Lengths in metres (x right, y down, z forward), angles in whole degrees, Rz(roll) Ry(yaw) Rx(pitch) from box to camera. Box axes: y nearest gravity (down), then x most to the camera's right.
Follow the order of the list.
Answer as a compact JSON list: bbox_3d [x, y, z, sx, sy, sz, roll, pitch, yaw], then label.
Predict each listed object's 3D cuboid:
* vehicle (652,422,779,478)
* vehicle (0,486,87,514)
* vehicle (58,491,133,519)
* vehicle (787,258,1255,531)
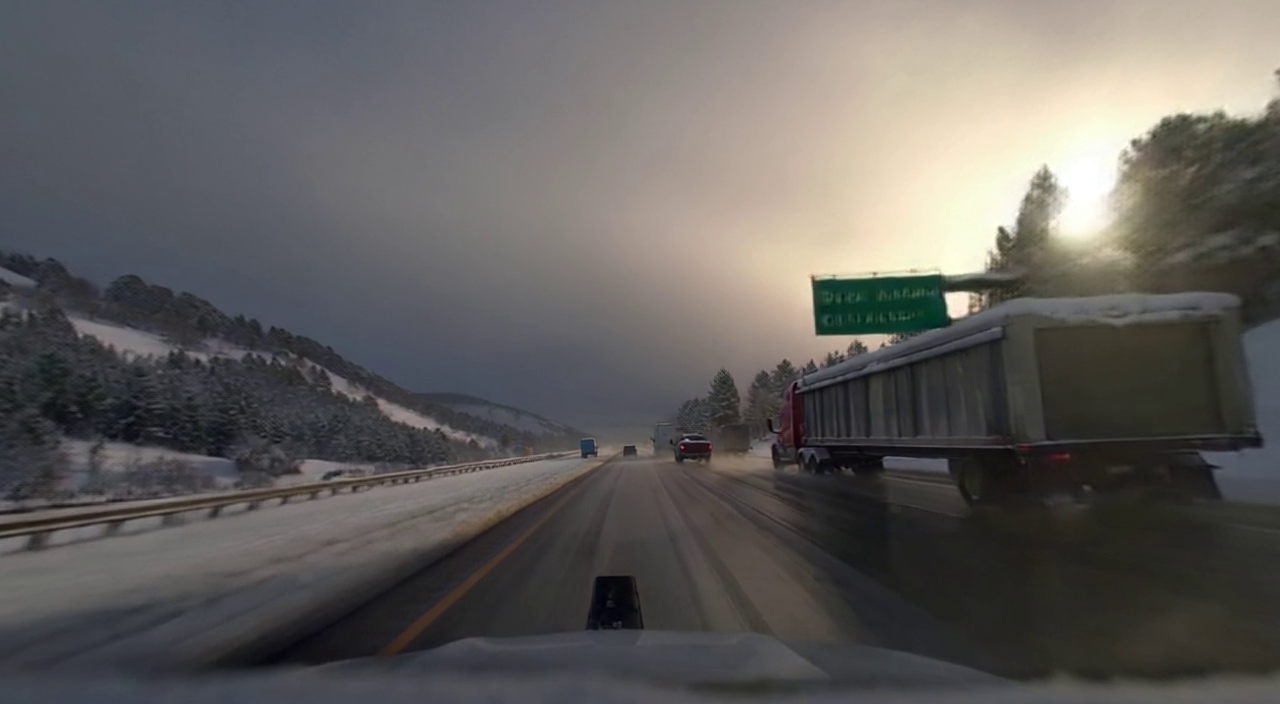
[{"bbox_3d":[3.156,4.228,27.437,5.075,2.277,2.365,0,-9,-3],"label":"vehicle"},{"bbox_3d":[-40.882,10.098,43.320,1.837,1.540,4.565,0,-9,-2],"label":"vehicle"},{"bbox_3d":[-36.630,10.278,42.617,1.705,1.485,3.776,0,-9,-1],"label":"vehicle"},{"bbox_3d":[7.594,1.811,17.751,2.935,4.187,16.357,0,-9,0],"label":"vehicle"}]
